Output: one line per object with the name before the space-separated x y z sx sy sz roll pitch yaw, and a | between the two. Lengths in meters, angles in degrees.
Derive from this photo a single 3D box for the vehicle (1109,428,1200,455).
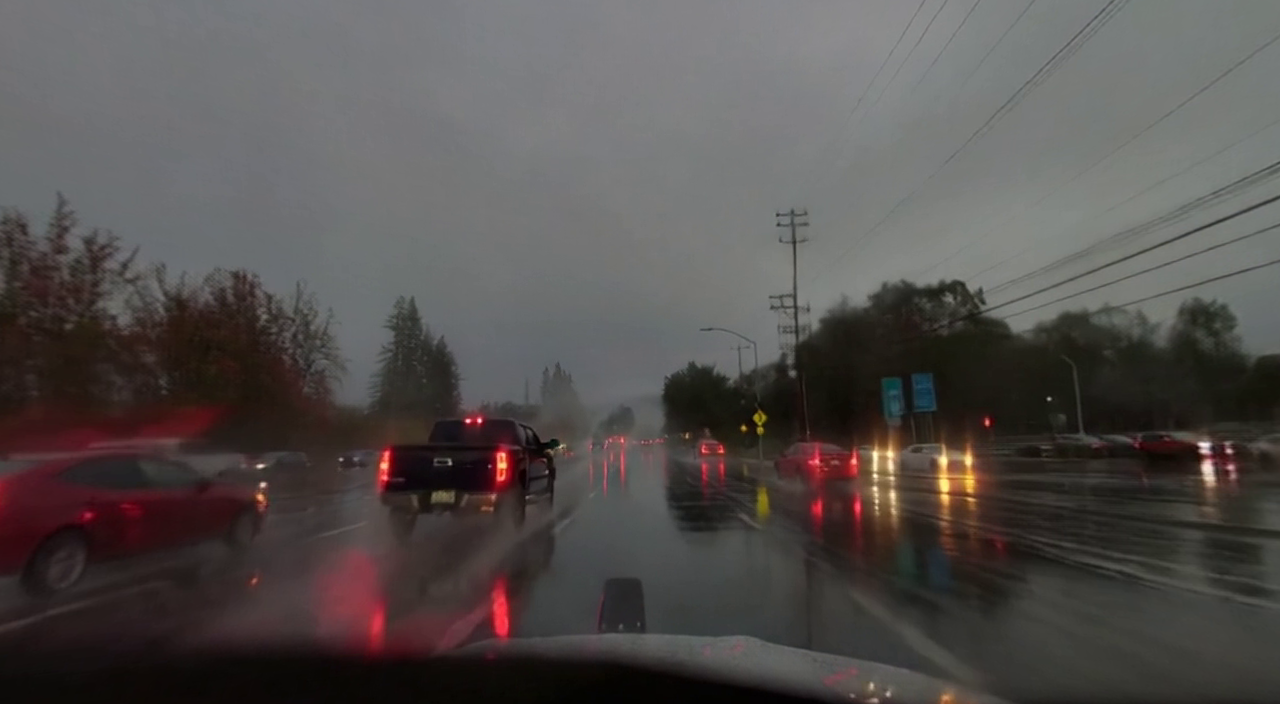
vehicle | 34.846 6.072 42.807 4.595 1.701 2.257 2 -9 -12

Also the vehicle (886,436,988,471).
vehicle | 17.412 5.988 37.502 2.267 1.925 5.964 1 -9 -11

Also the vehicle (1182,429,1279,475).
vehicle | 23.245 3.698 23.399 1.860 1.597 4.261 4 -9 -25

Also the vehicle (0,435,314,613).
vehicle | -6.342 1.824 7.804 2.035 1.497 4.723 0 -8 1

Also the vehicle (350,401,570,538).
vehicle | -2.974 2.173 12.347 2.467 1.991 6.089 0 -8 0

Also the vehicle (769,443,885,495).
vehicle | 5.753 3.635 20.122 1.840 1.428 4.602 1 -9 -6

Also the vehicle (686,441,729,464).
vehicle | 4.320 6.474 40.811 2.071 1.435 4.226 0 -8 -3
